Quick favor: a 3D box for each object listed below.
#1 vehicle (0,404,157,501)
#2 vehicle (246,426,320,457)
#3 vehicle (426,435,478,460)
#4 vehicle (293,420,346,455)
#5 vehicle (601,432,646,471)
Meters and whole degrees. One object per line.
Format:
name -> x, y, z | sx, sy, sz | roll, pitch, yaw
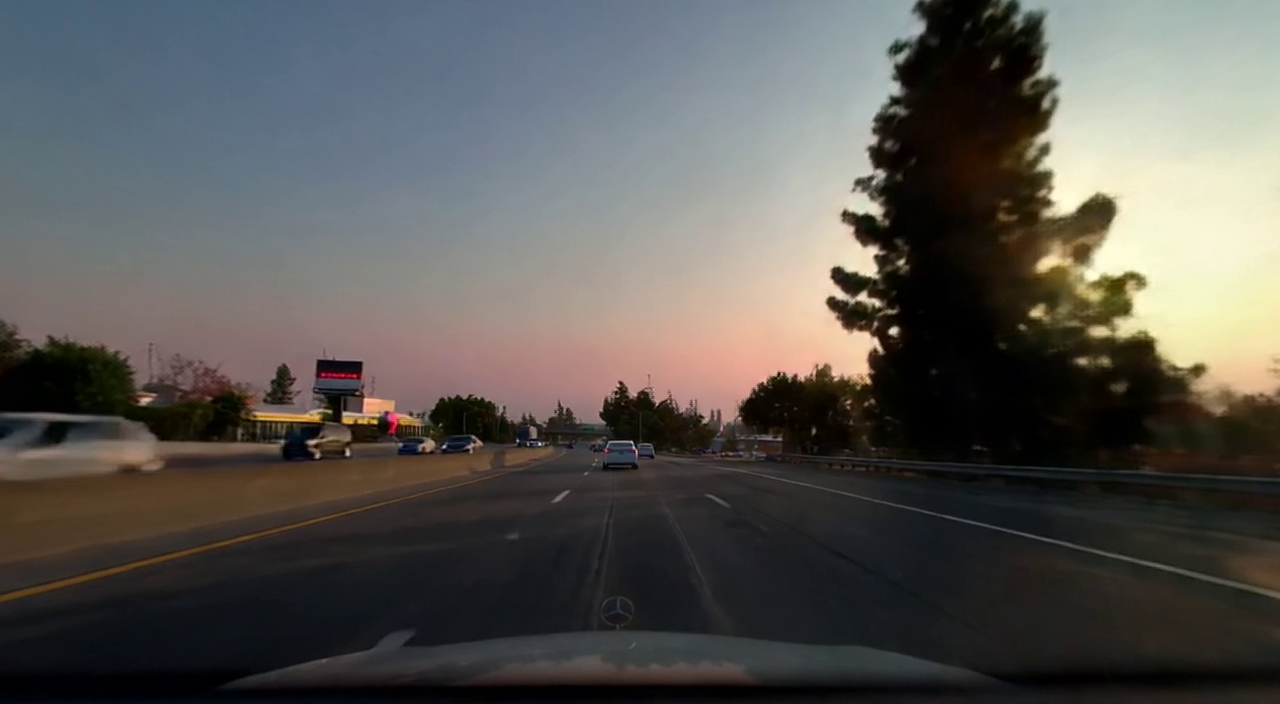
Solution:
vehicle -> -11.215, 1.733, 10.905 | 2.059, 1.520, 4.674 | 0, -9, 0
vehicle -> -23.320, 5.908, 41.541 | 2.041, 1.867, 5.283 | 0, -9, -3
vehicle -> -12.245, 6.280, 41.475 | 2.073, 1.508, 4.703 | 0, -9, -2
vehicle -> -23.596, 6.333, 46.638 | 2.020, 2.495, 3.677 | 0, -9, -3
vehicle -> -0.913, 5.213, 33.138 | 2.155, 1.856, 4.796 | 0, -9, -3
